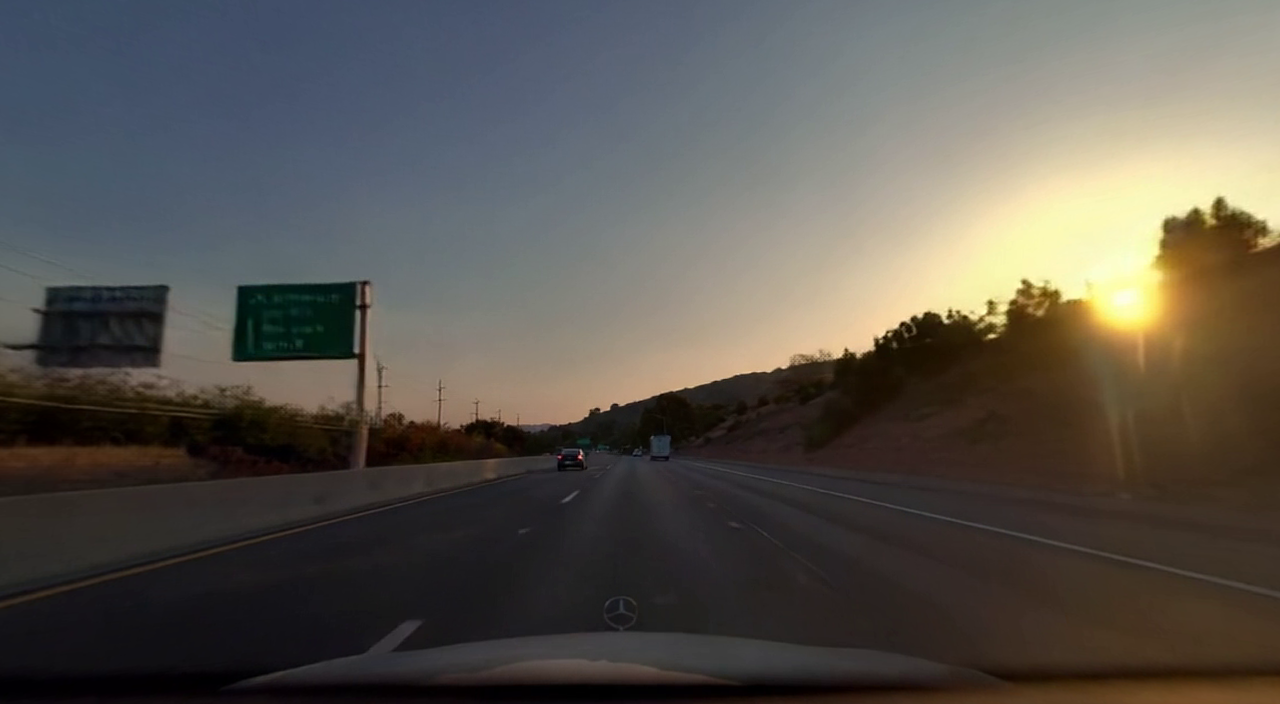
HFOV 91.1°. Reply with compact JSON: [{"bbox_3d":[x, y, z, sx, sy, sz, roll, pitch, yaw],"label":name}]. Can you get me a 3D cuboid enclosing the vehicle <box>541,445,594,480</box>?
[{"bbox_3d":[-3.361,5.229,30.027,2.100,1.525,4.179,0,-9,-1],"label":"vehicle"}]
